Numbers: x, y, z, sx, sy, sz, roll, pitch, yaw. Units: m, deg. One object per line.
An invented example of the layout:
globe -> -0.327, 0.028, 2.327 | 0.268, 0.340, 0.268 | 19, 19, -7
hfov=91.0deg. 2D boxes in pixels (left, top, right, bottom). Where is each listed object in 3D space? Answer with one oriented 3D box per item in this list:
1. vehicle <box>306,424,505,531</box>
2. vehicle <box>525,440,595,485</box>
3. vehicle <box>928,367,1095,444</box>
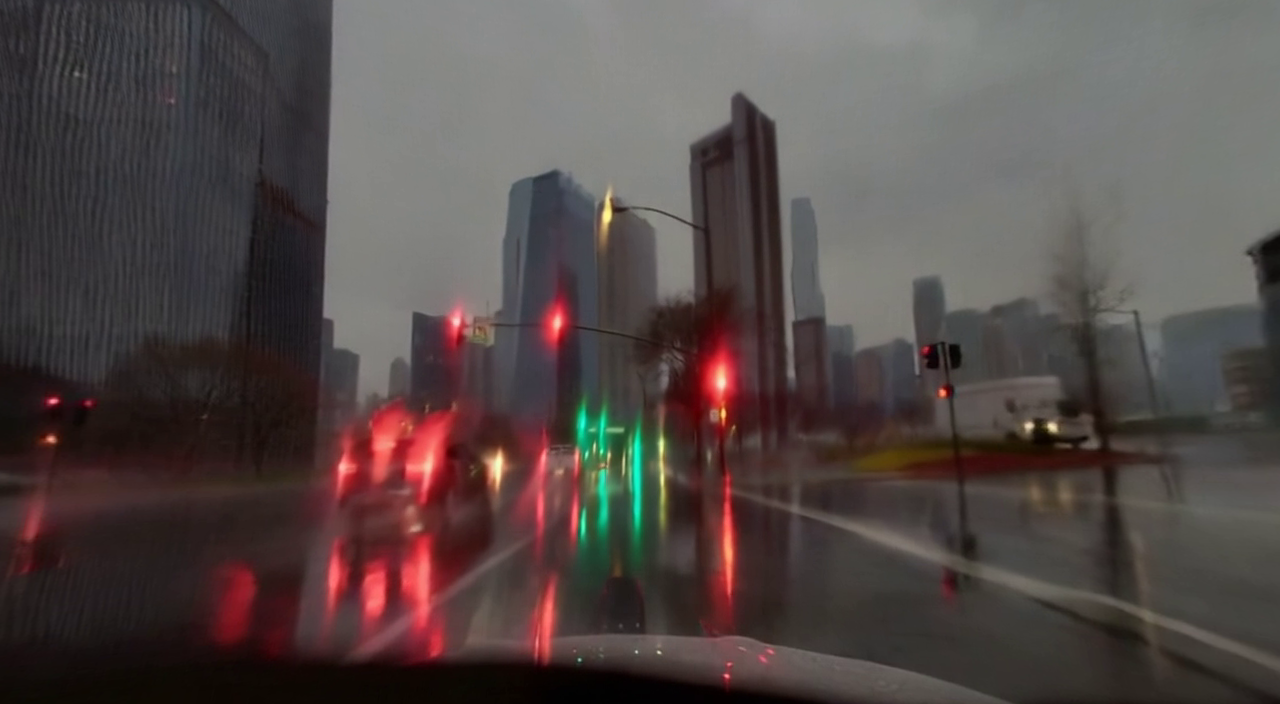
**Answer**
vehicle -> -4.358, 2.422, 12.723 | 2.169, 1.741, 4.588 | -1, -9, 1
vehicle -> -3.526, 5.015, 28.848 | 2.384, 1.849, 5.009 | -1, -9, 2
vehicle -> 15.695, 2.450, 27.065 | 4.005, 2.827, 4.538 | 2, -10, -10
